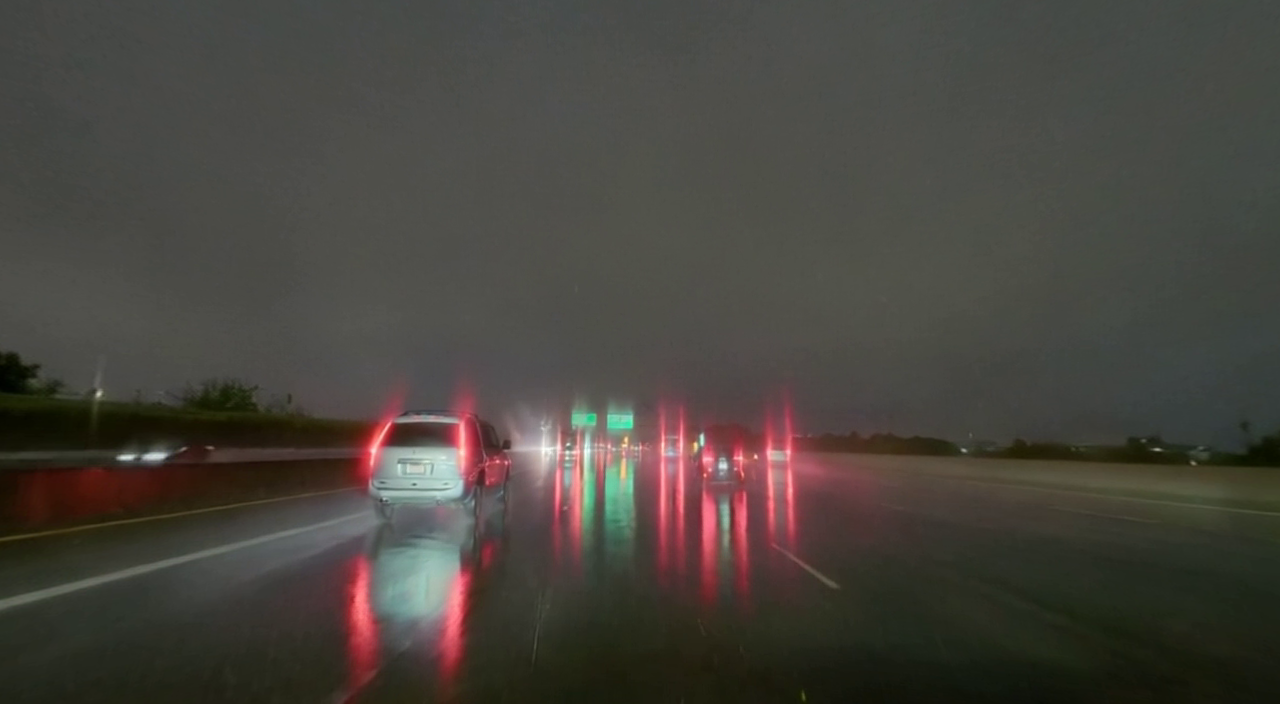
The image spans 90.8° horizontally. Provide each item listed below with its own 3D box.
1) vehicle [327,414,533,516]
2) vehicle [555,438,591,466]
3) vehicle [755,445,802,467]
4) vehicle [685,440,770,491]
[{"bbox_3d":[-4.327,2.510,14.474,2.684,1.839,5.803,0,-9,0],"label":"vehicle"},{"bbox_3d":[-4.618,7.018,44.313,2.149,1.843,4.348,1,-9,-2],"label":"vehicle"},{"bbox_3d":[9.812,7.380,44.953,2.105,1.496,4.393,0,-9,-3],"label":"vehicle"},{"bbox_3d":[2.828,3.797,21.496,2.053,1.510,4.400,0,-9,-3],"label":"vehicle"}]
